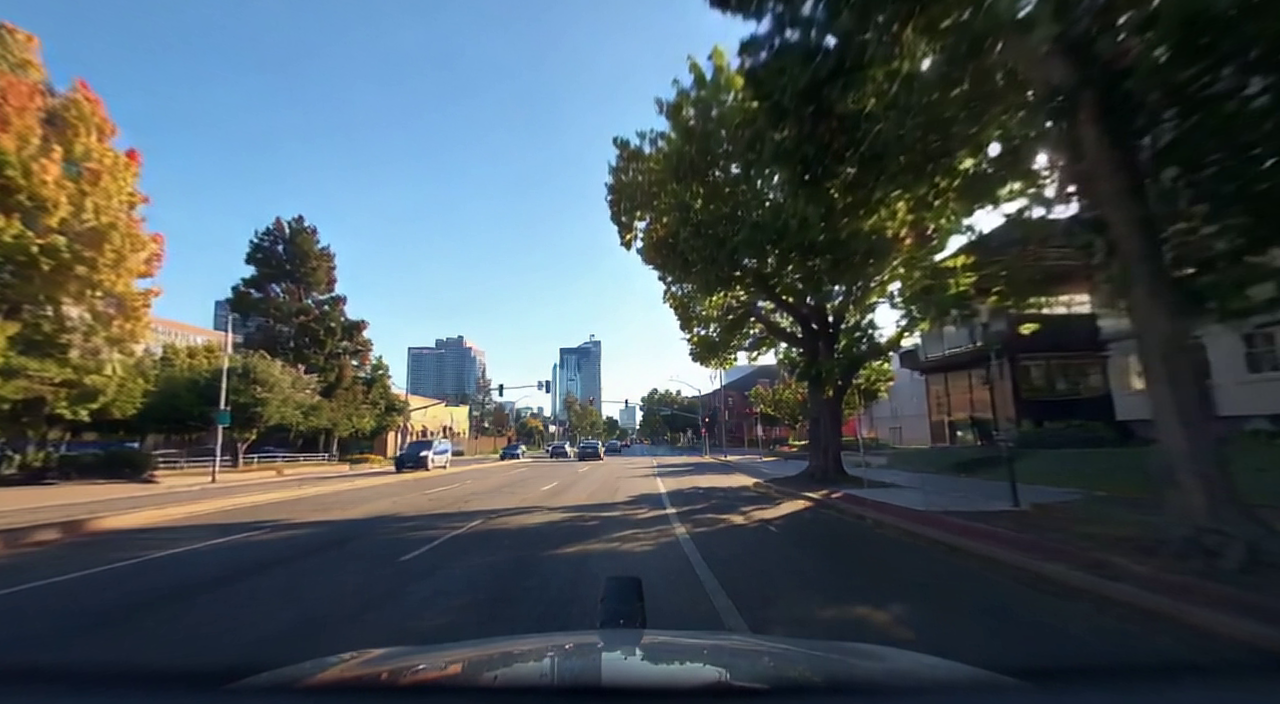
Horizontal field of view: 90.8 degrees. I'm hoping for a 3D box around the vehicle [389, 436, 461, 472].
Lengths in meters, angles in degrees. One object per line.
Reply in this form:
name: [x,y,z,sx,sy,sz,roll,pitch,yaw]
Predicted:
vehicle: [-12.022,5.732,35.720,2.184,1.812,5.245,0,-9,0]
